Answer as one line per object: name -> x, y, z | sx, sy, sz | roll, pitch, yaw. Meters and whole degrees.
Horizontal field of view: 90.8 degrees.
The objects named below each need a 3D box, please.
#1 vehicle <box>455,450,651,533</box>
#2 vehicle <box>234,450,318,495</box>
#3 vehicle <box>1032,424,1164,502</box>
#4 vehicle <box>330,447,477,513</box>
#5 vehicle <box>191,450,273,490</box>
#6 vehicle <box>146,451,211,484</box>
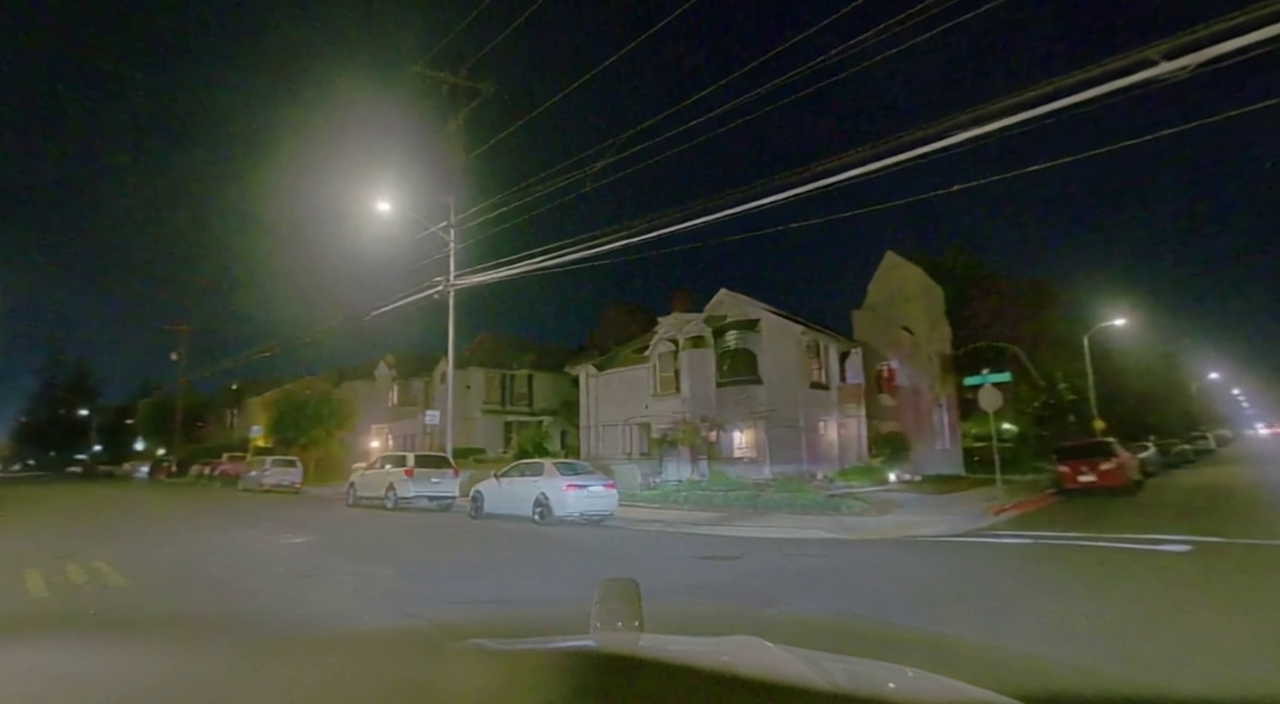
vehicle -> -2.001, 2.859, 13.614 | 4.448, 1.437, 1.786 | -8, -12, 44
vehicle -> -15.369, 4.998, 26.559 | 1.894, 1.675, 4.294 | 8, -12, -44
vehicle -> 12.480, 2.941, 17.095 | 2.179, 1.791, 4.547 | -8, -11, 42
vehicle -> -6.810, 3.533, 17.982 | 4.471, 1.623, 1.943 | -8, -11, 41
vehicle -> -19.725, 5.613, 30.436 | 4.633, 1.761, 1.922 | -7, -11, 40
vehicle -> -27.958, 6.906, 38.188 | 4.871, 1.826, 2.115 | -8, -11, 42
